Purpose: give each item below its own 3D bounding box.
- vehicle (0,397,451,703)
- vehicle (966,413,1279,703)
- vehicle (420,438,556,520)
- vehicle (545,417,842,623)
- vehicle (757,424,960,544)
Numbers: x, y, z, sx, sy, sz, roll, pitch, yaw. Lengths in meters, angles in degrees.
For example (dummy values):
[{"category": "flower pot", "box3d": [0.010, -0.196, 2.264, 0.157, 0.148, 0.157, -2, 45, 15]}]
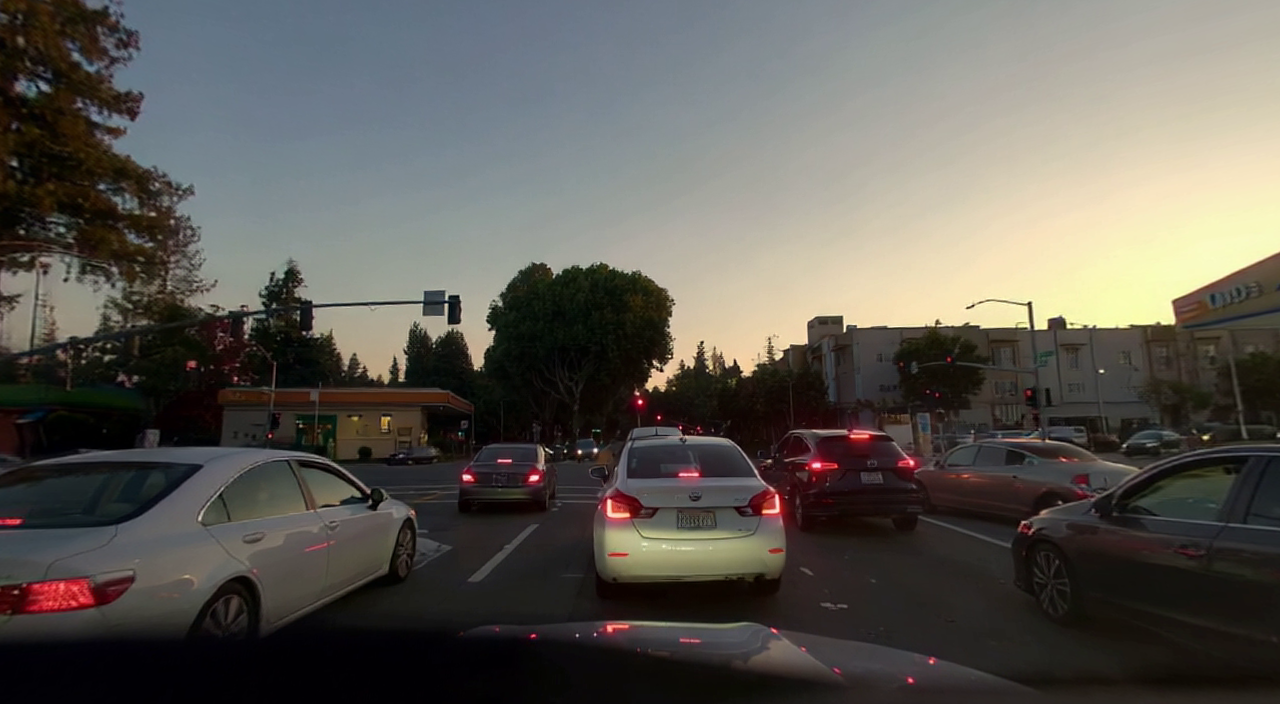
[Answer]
[{"category": "vehicle", "box3d": [-3.008, 1.245, 4.608, 1.887, 1.493, 4.255, 0, -9, 0]}, {"category": "vehicle", "box3d": [4.179, 1.127, 3.592, 1.950, 1.497, 4.686, 0, -9, -3]}, {"category": "vehicle", "box3d": [-3.073, 2.643, 13.689, 1.867, 1.474, 4.237, 0, -9, 0]}, {"category": "vehicle", "box3d": [0.334, 1.582, 6.943, 2.220, 1.507, 4.317, 0, -9, -2]}, {"category": "vehicle", "box3d": [3.396, 2.123, 10.768, 1.947, 1.630, 4.127, 0, -9, 0]}]
